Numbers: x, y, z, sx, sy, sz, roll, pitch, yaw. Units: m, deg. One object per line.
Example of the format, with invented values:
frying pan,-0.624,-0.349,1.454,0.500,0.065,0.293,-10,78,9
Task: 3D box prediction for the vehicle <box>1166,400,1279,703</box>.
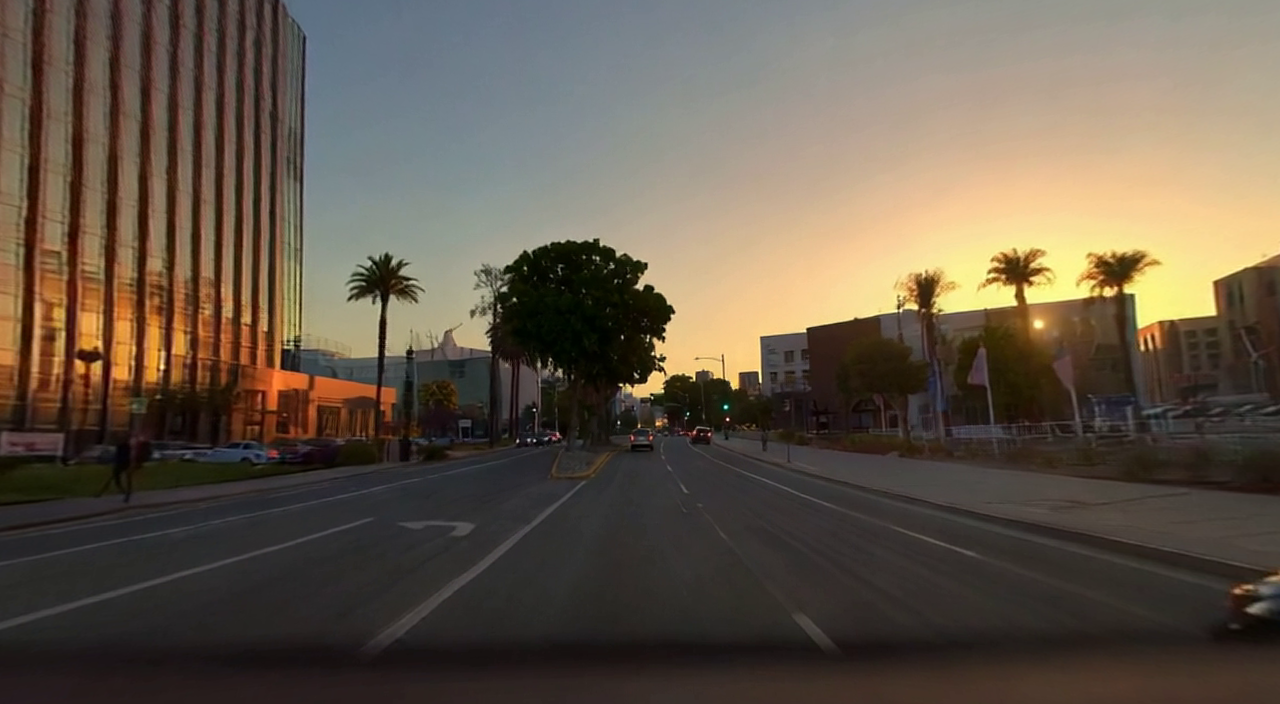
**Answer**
vehicle,3.223,0.641,0.330,1.990,1.476,4.491,0,-8,-1
